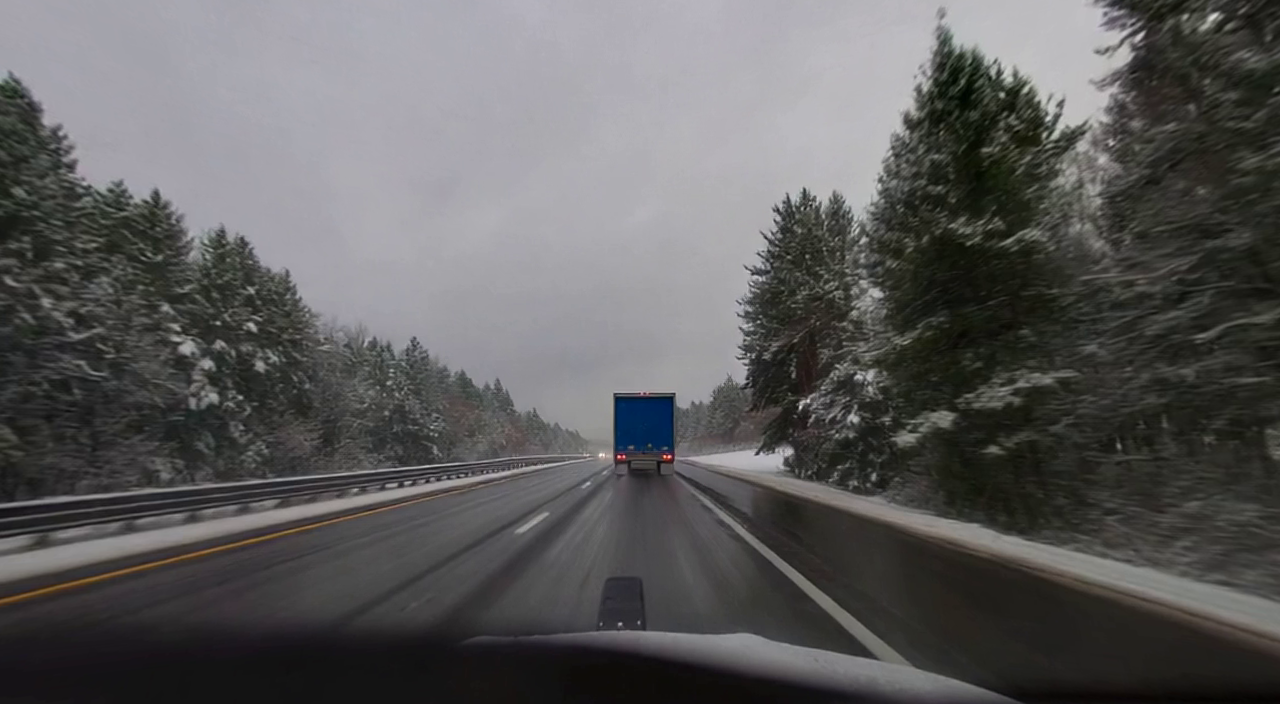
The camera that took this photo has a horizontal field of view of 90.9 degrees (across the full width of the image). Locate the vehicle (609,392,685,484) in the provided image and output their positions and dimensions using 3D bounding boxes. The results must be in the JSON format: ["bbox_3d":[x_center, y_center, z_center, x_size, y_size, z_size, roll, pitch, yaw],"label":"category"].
[{"bbox_3d":[0.091,3.975,28.654,2.913,3.530,8.648,0,-9,-2],"label":"vehicle"}]
